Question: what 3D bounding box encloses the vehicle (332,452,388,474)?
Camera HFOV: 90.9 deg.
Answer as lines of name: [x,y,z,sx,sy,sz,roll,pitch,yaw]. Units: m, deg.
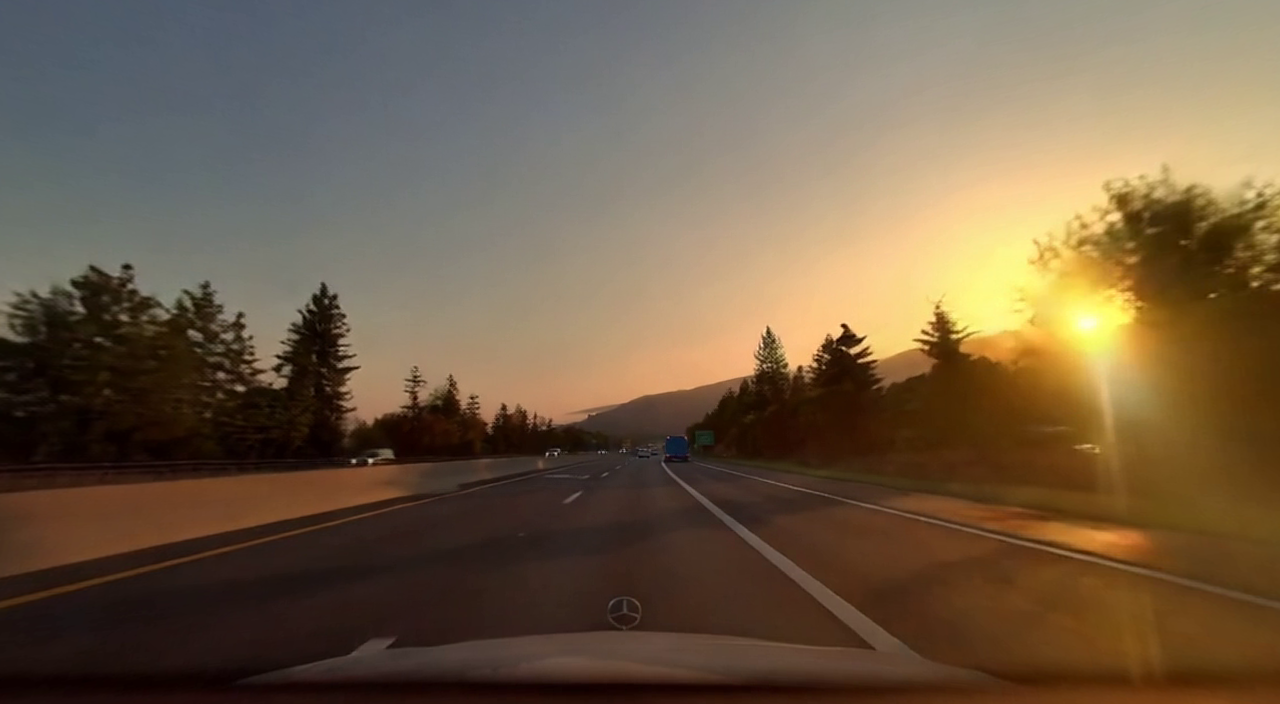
vehicle: [-19.296,7.658,43.687,1.807,1.472,4.370,0,-9,1]
